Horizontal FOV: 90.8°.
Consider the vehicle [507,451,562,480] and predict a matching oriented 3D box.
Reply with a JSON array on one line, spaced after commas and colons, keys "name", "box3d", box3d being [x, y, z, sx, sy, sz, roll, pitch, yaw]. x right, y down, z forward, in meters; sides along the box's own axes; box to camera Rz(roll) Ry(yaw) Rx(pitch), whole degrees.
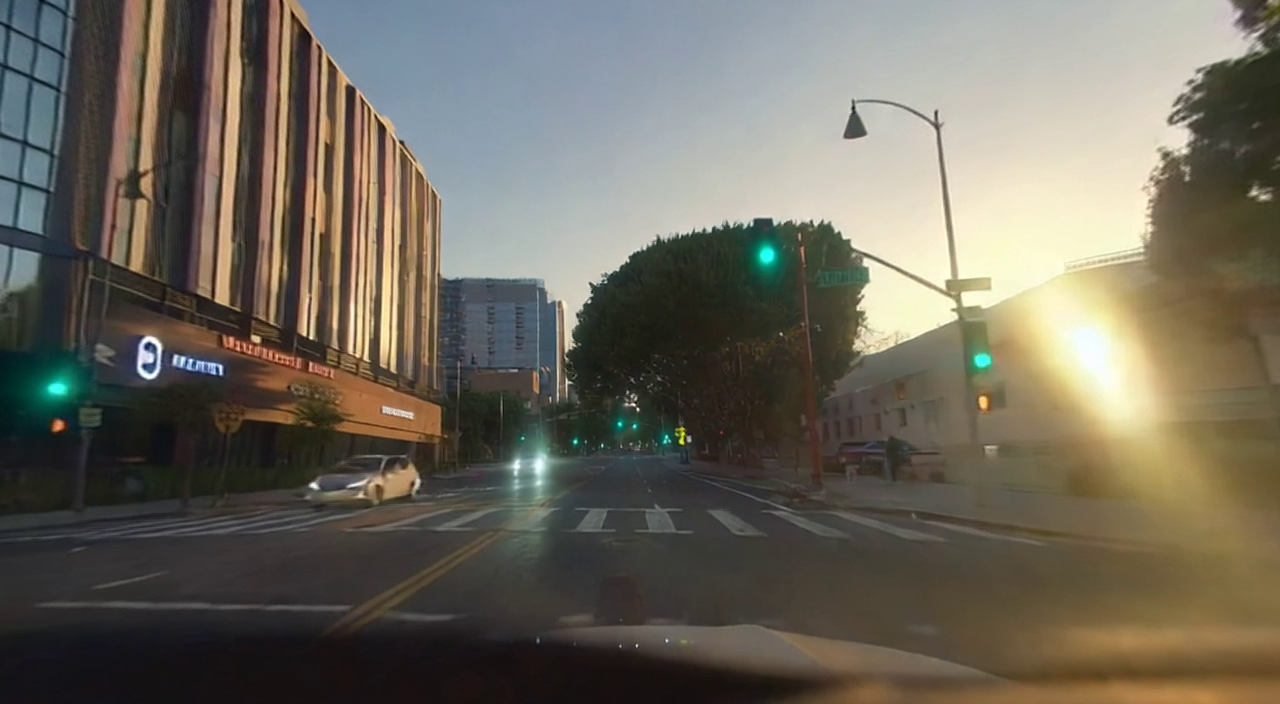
[{"name": "vehicle", "box3d": [-6.109, 6.617, 37.178, 2.037, 1.563, 4.754, -1, -8, 4]}]

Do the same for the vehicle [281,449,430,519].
[{"name": "vehicle", "box3d": [-7.127, 3.296, 16.310, 1.897, 1.537, 3.770, 0, -8, 3]}]
